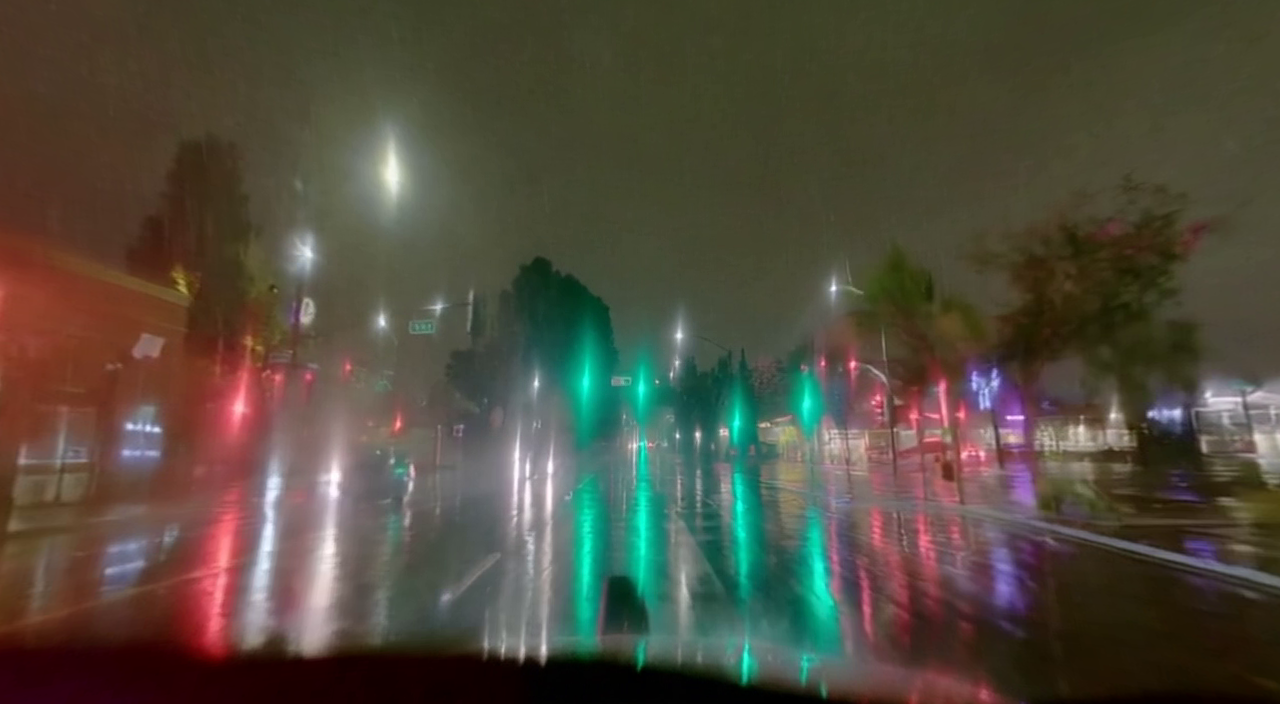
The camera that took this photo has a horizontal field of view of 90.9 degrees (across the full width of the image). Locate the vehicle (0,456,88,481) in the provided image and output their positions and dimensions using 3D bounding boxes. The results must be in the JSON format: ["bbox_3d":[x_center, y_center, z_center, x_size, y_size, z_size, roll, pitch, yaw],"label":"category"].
[{"bbox_3d":[-36.972,7.121,38.633,4.338,1.447,1.985,0,-8,0],"label":"vehicle"}]

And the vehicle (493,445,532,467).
[{"bbox_3d":[-9.405,7.708,46.734,2.071,1.534,4.025,0,-8,0],"label":"vehicle"}]

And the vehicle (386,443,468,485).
[{"bbox_3d":[-8.727,4.590,26.198,1.978,1.561,3.907,0,-8,1],"label":"vehicle"}]

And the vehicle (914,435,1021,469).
[{"bbox_3d":[16.628,5.091,32.128,4.299,1.679,2.011,0,-8,-1],"label":"vehicle"}]

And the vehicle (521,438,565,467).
[{"bbox_3d":[-6.205,6.508,40.878,2.041,1.756,4.392,0,-8,1],"label":"vehicle"}]
